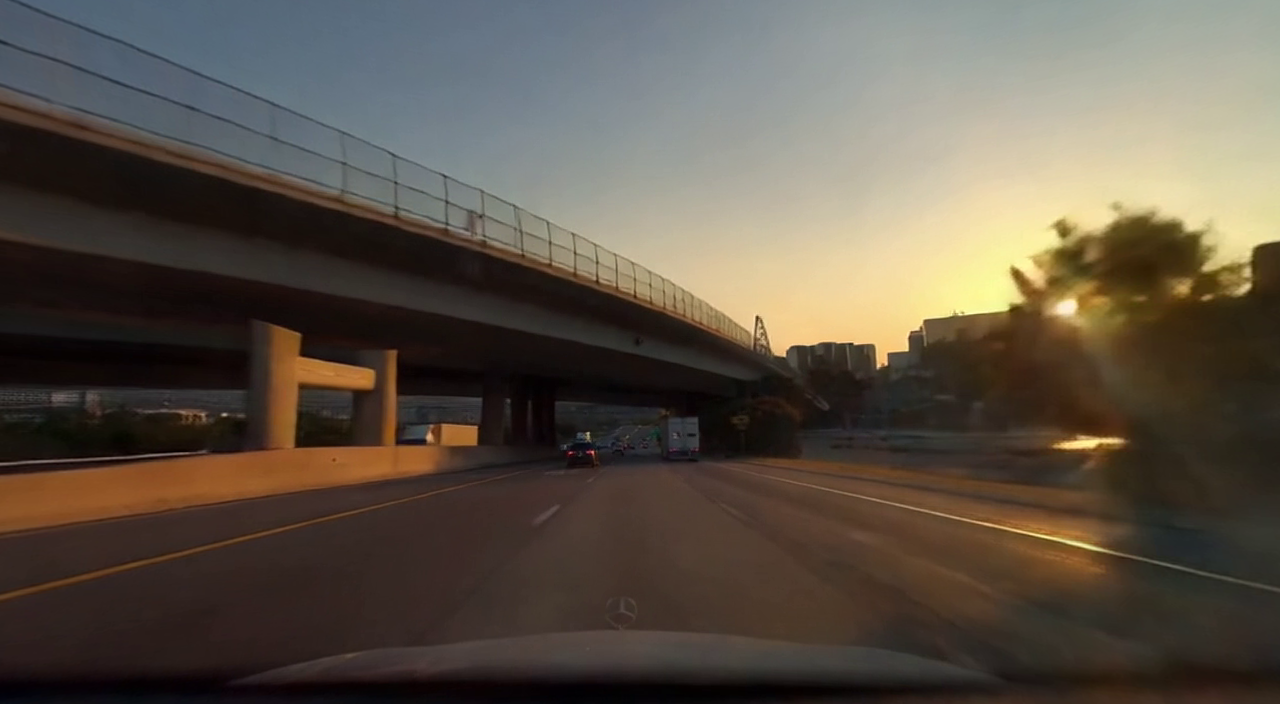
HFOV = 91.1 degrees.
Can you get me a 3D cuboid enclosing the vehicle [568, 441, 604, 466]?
[{"bbox_3d":[-3.552,6.744,41.896,2.100,1.525,4.179,0,-9,-1],"label":"vehicle"}]
